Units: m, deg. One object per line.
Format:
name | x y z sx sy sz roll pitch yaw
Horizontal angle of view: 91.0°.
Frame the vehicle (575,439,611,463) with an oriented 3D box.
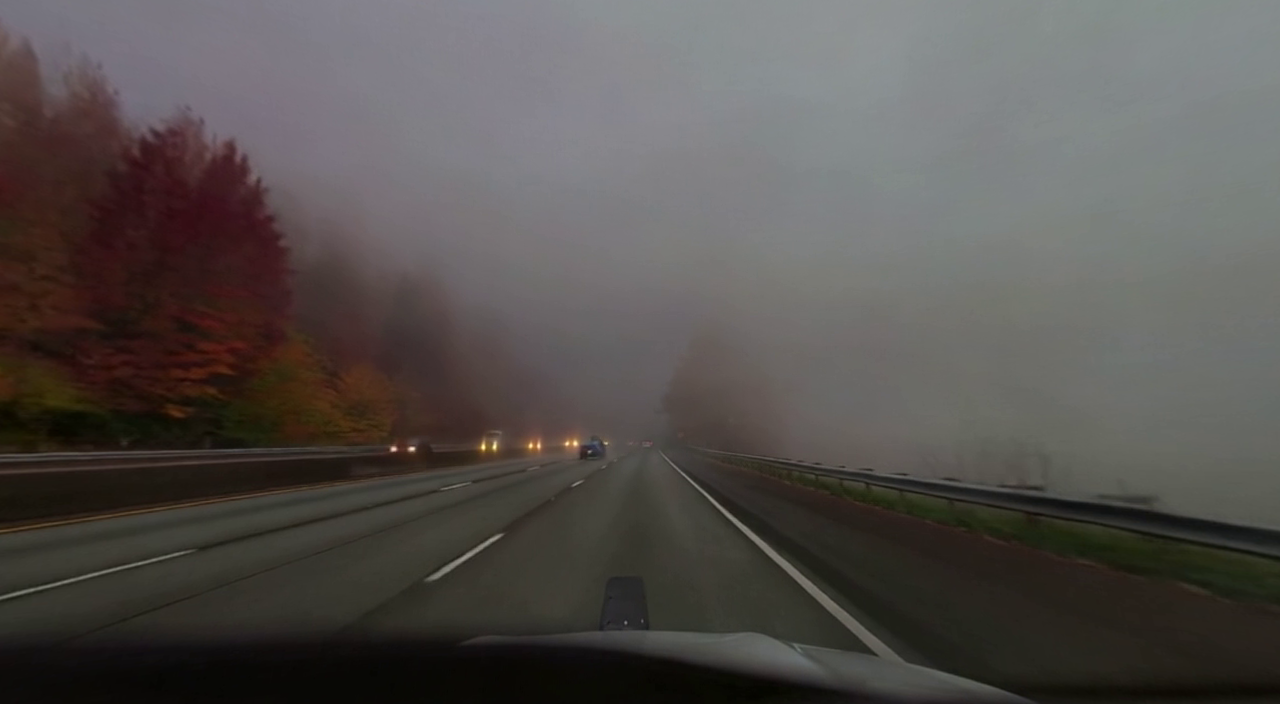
vehicle | -3.362 7.190 45.700 2.123 1.643 4.479 0 -8 1
